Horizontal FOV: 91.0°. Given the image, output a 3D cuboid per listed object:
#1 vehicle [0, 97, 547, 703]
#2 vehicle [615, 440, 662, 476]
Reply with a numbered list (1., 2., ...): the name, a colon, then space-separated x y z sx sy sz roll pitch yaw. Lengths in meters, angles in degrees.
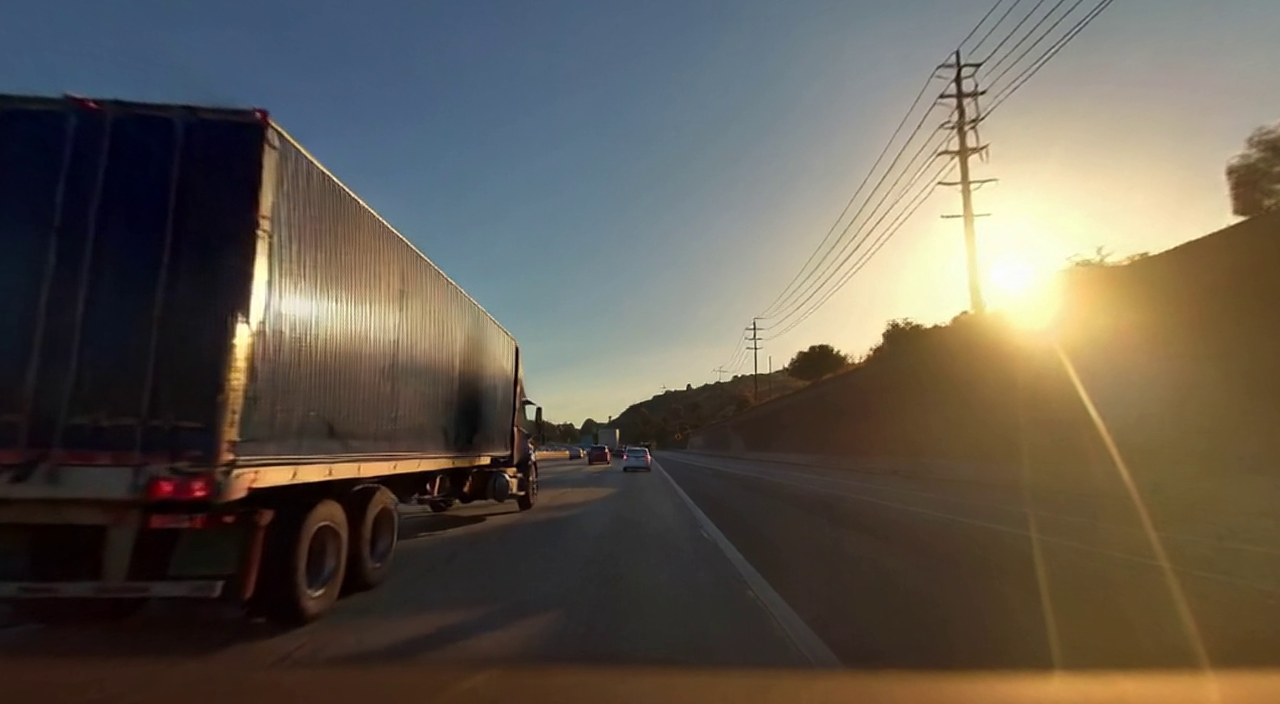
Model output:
1. vehicle: -3.483 0.904 7.737 3.023 3.246 9.102 0 -9 2
2. vehicle: -0.068 5.260 31.463 2.178 1.640 4.071 0 -9 0
